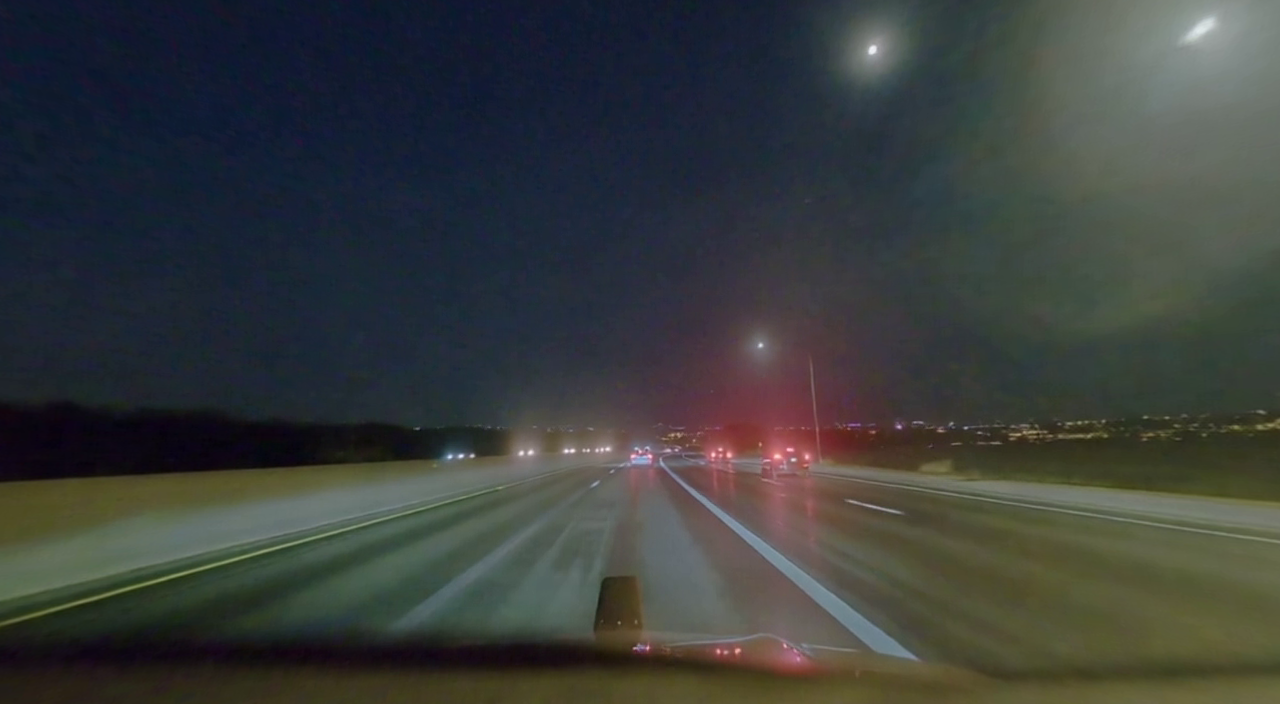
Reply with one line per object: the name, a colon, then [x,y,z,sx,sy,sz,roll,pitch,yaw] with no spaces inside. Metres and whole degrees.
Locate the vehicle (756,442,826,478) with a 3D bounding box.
vehicle: [6.868,4.964,28.999,2.008,1.533,4.592,0,-9,-1]

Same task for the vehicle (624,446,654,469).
vehicle: [-0.052,7.508,44.833,2.025,1.526,4.181,-1,-9,0]
